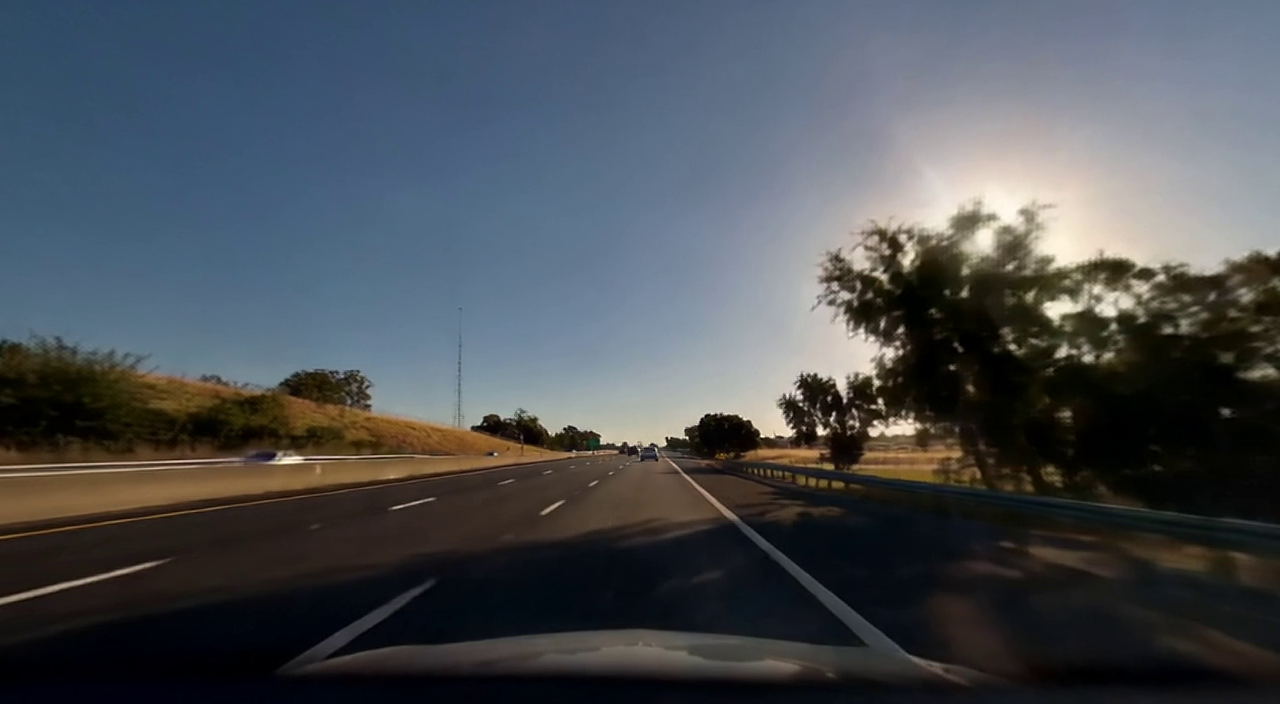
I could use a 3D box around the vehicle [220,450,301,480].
[{"bbox_3d":[-20.460,6.088,34.215,1.785,1.476,4.034,0,-9,1],"label":"vehicle"}]
